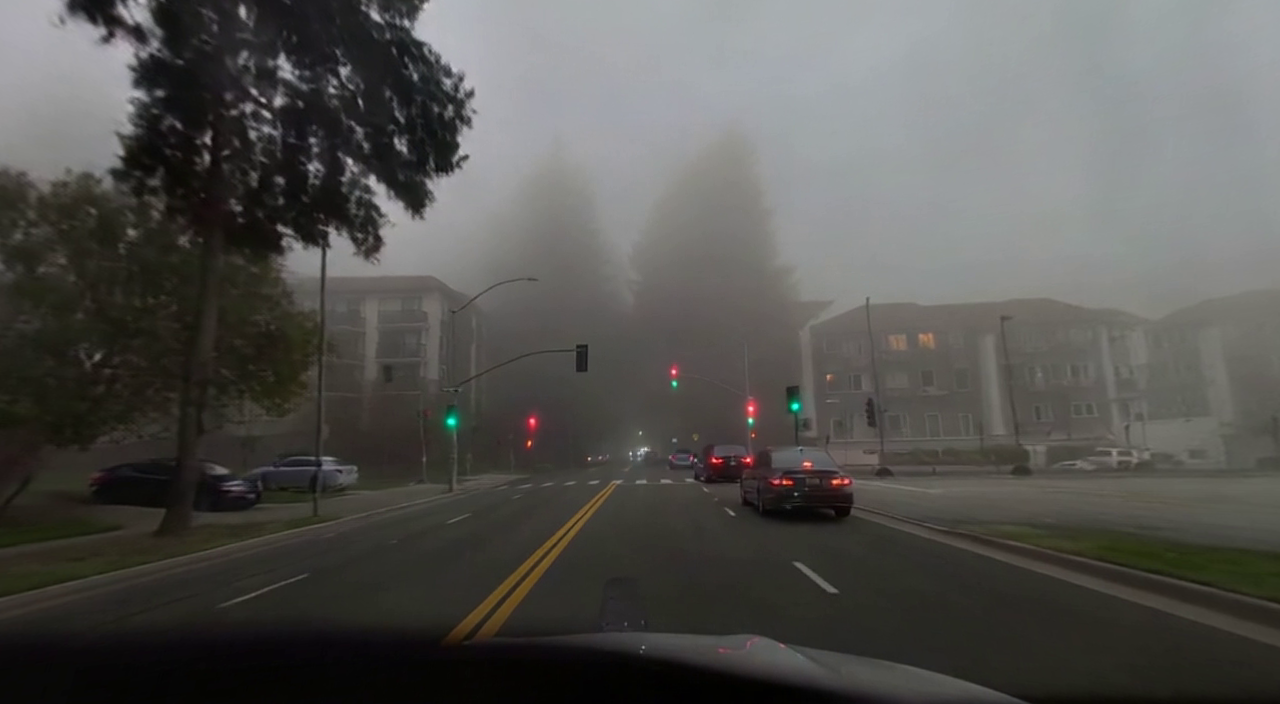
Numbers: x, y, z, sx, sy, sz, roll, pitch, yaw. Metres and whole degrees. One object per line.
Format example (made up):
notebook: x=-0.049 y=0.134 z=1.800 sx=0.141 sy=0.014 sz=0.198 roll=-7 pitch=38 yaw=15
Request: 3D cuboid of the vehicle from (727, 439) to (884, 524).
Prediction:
vehicle: x=3.275 y=2.669 z=13.630 sx=2.078 sy=1.488 sz=4.741 roll=0 pitch=-8 yaw=-1

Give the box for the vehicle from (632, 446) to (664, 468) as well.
vehicle: x=0.523 y=7.369 z=44.340 sx=2.097 sy=1.463 sz=4.043 roll=0 pitch=-8 yaw=0

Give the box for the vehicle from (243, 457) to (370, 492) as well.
vehicle: x=-15.265 y=5.621 z=29.013 sx=4.727 sy=1.483 sz=2.002 roll=-1 pitch=-8 yaw=3

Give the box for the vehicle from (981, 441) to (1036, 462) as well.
vehicle: x=28.741 y=7.746 z=49.260 sx=1.698 sy=1.477 sz=3.735 roll=-2 pitch=-9 yaw=-7

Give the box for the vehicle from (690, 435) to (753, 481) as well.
vehicle: x=3.546 y=4.708 z=28.344 sx=2.199 sy=1.872 sz=4.513 roll=0 pitch=-8 yaw=0
